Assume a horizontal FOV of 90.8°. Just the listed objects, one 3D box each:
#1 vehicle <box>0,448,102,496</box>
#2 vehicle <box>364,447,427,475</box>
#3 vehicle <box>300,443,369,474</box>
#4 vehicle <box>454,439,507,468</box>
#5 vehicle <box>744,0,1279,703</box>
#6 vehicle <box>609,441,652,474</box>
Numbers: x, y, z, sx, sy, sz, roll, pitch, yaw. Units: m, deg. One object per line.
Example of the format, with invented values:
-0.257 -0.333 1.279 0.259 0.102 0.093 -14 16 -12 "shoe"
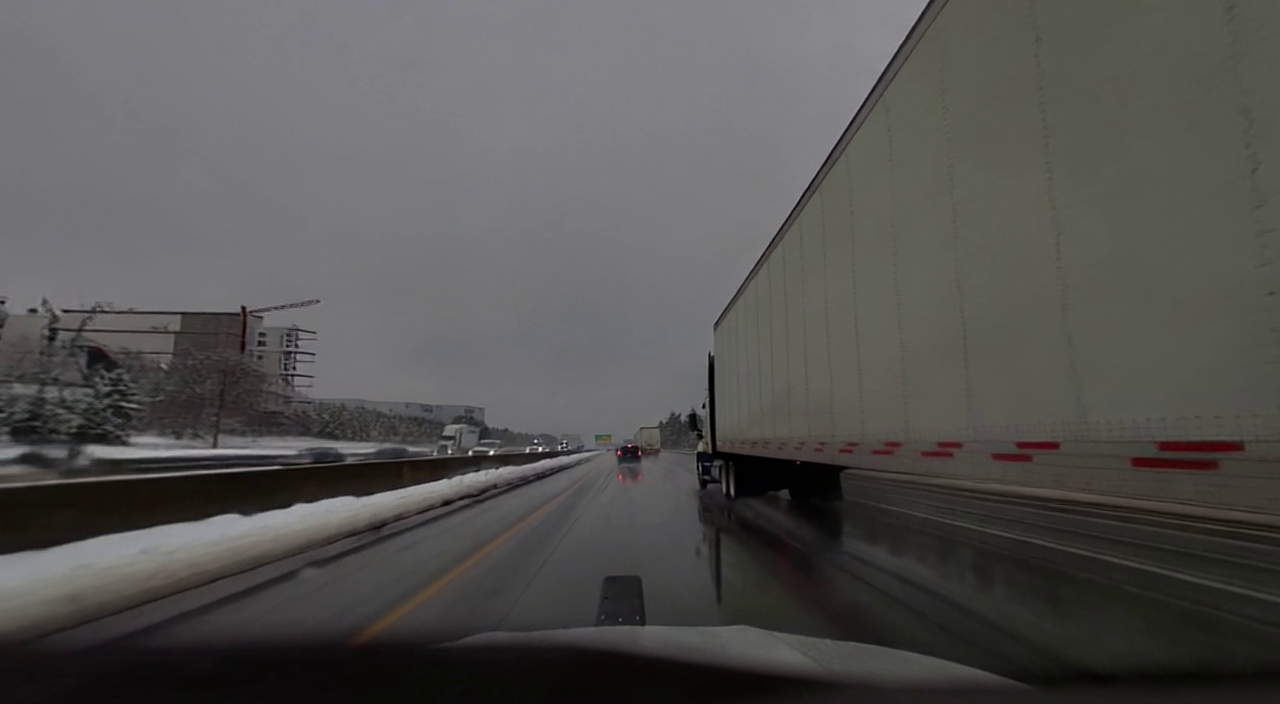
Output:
-20.798 3.941 20.977 1.916 1.494 4.497 0 -9 -1 "vehicle"
-13.804 6.161 35.965 1.921 1.498 4.299 0 -9 -1 "vehicle"
-17.633 6.166 36.747 1.906 1.685 4.278 0 -9 -1 "vehicle"
-10.006 6.414 39.940 2.153 1.681 4.705 0 -9 -1 "vehicle"
3.423 -0.199 3.080 2.996 4.123 15.965 0 -9 -1 "vehicle"
-0.538 5.676 34.143 2.191 1.685 4.015 0 -9 -1 "vehicle"
